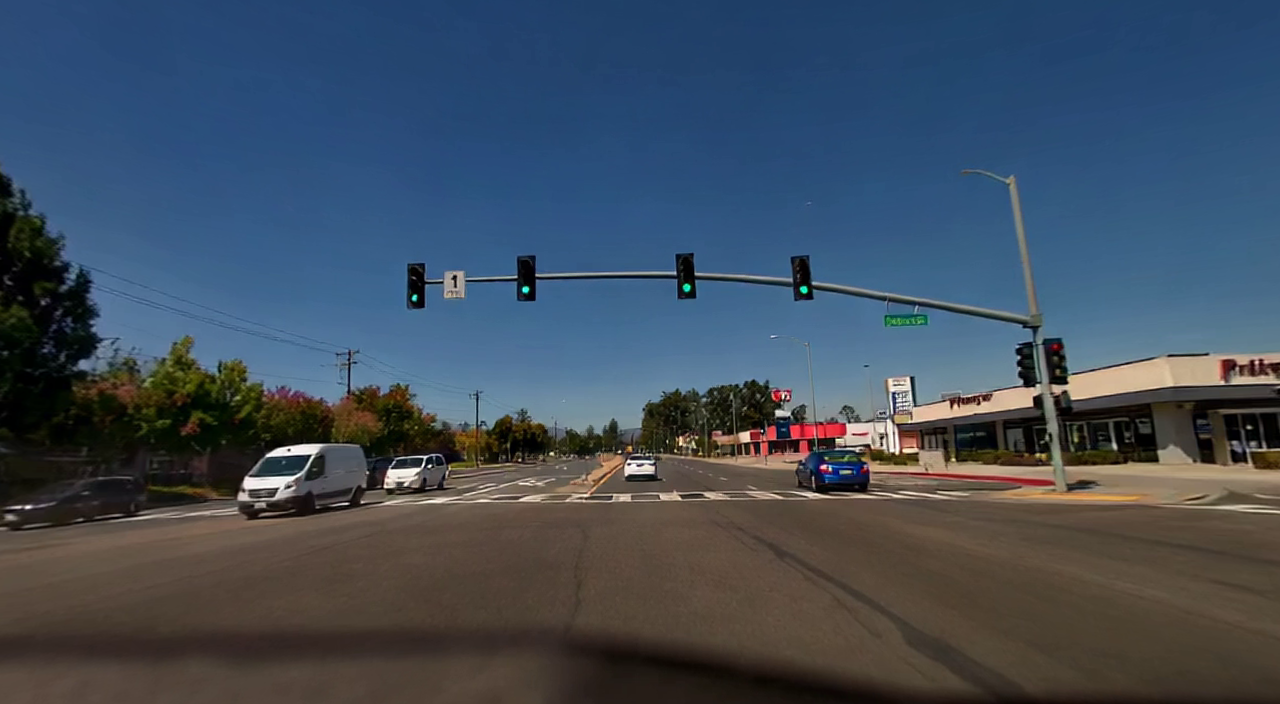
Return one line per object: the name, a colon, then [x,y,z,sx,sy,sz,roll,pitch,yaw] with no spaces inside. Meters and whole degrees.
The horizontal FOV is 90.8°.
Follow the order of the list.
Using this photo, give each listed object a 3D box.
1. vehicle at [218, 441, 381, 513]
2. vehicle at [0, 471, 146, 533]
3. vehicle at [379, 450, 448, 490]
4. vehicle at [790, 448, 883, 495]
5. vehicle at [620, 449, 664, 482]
vehicle: [-10.938,4.003,20.959,2.345,2.052,5.396,0,-8,0]
vehicle: [-17.788,4.431,19.157,1.857,1.433,4.465,0,-8,2]
vehicle: [-10.968,5.735,30.958,1.911,1.779,4.067,0,-8,-1]
vehicle: [6.684,4.081,21.983,1.849,1.464,4.119,0,-8,-1]
vehicle: [0.067,5.622,31.479,2.027,1.494,3.942,0,-8,-1]
